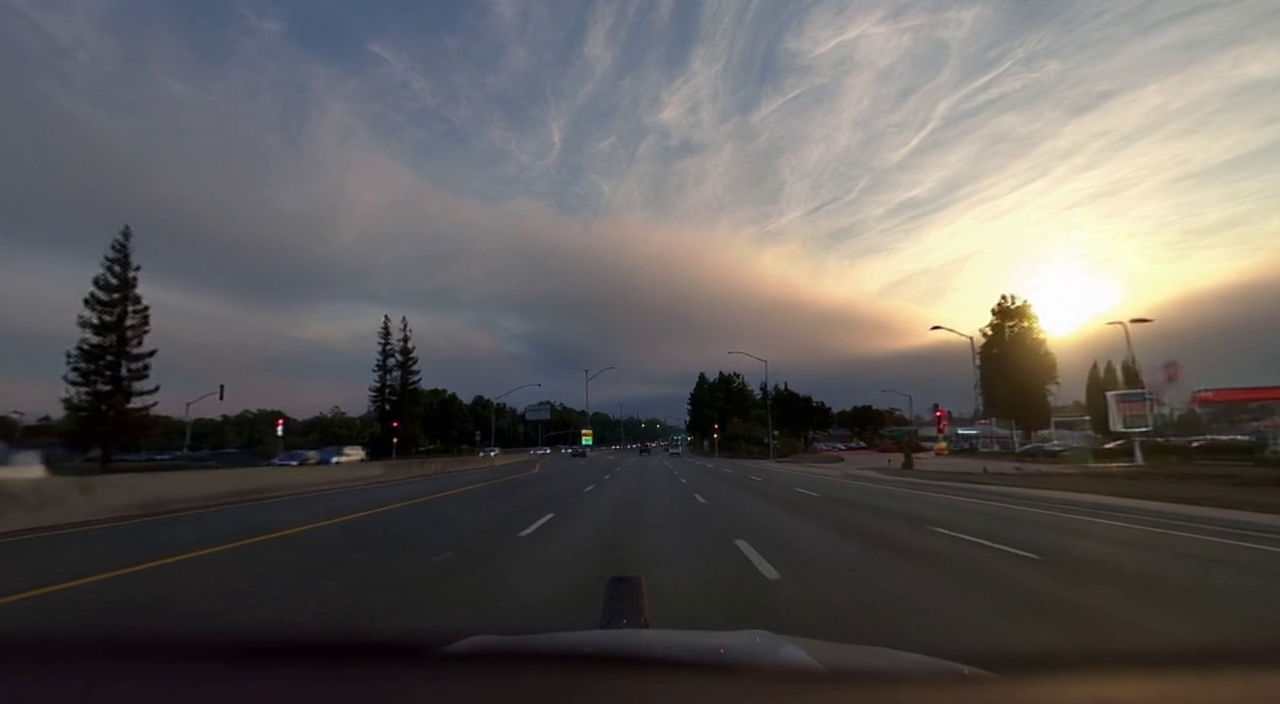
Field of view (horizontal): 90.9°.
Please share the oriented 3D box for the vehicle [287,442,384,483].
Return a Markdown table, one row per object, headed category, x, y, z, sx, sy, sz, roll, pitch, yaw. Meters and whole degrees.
| category | x | y | z | sx | sy | sz | roll | pitch | yaw |
| --- | --- | --- | --- | --- | --- | --- | --- | --- | --- |
| vehicle | -13.622 | 4.947 | 28.521 | 2.078 | 1.684 | 4.505 | 0 | -8 | 1 |
